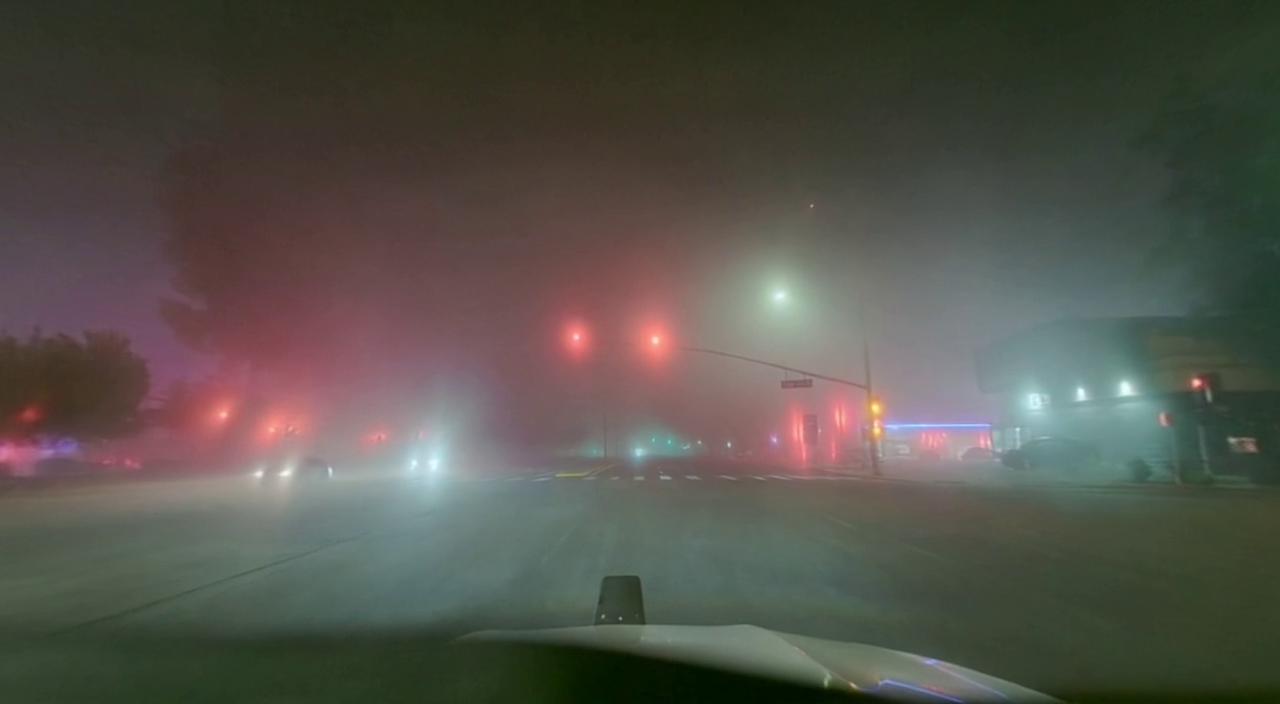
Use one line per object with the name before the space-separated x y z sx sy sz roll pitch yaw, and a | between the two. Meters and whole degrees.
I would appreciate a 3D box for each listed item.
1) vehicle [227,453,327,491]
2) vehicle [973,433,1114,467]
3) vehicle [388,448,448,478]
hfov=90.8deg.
vehicle | -16.634 5.490 29.247 1.924 1.557 4.357 0 -9 1
vehicle | 20.881 5.098 32.917 5.587 1.689 2.605 0 -9 -3
vehicle | -12.985 6.480 37.181 1.892 1.639 4.311 0 -9 1
